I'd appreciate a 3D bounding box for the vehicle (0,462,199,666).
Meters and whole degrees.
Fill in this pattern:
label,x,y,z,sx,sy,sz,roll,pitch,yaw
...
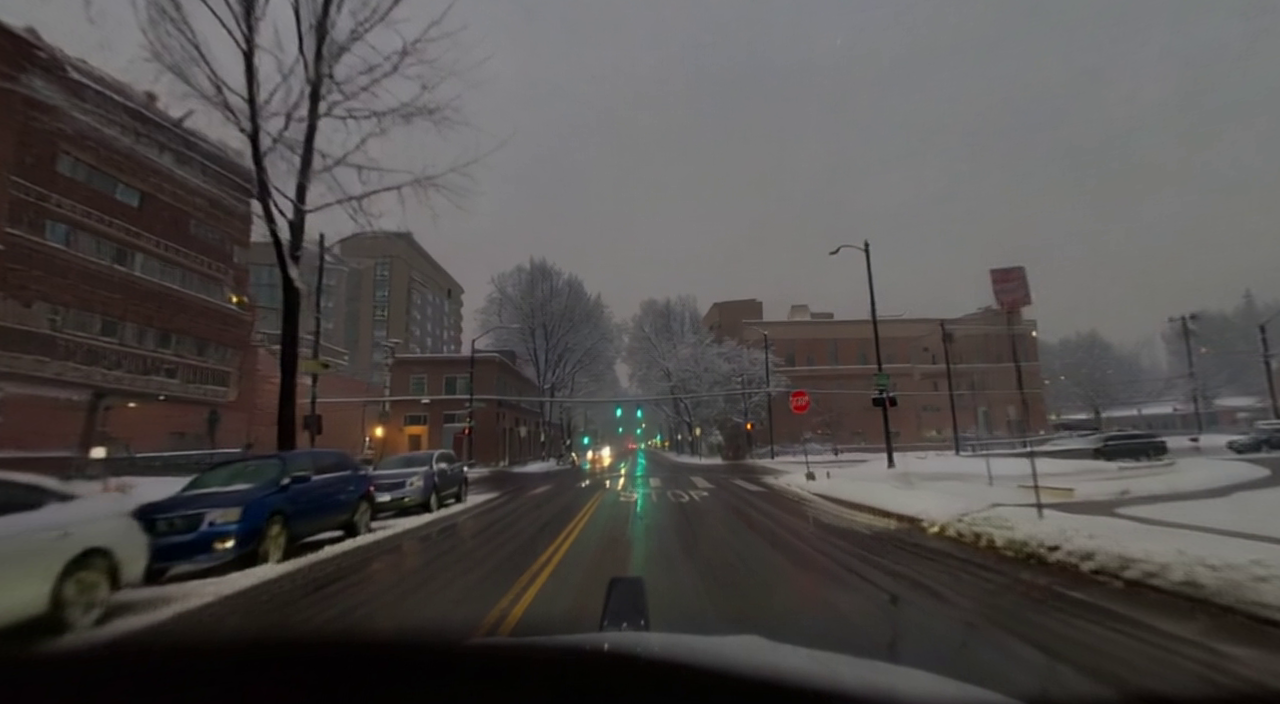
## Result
label,x,y,z,sx,sy,sz,roll,pitch,yaw
vehicle,-5.710,1.528,4.285,2.131,1.407,4.547,0,-8,0

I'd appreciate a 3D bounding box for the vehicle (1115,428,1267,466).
label,x,y,z,sx,sy,sz,roll,pitch,yaw
vehicle,22.378,3.878,25.726,4.347,1.476,1.926,0,-9,0

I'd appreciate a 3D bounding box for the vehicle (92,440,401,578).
label,x,y,z,sx,sy,sz,roll,pitch,yaw
vehicle,-5.606,2.229,9.908,1.901,1.631,4.570,0,-8,0
